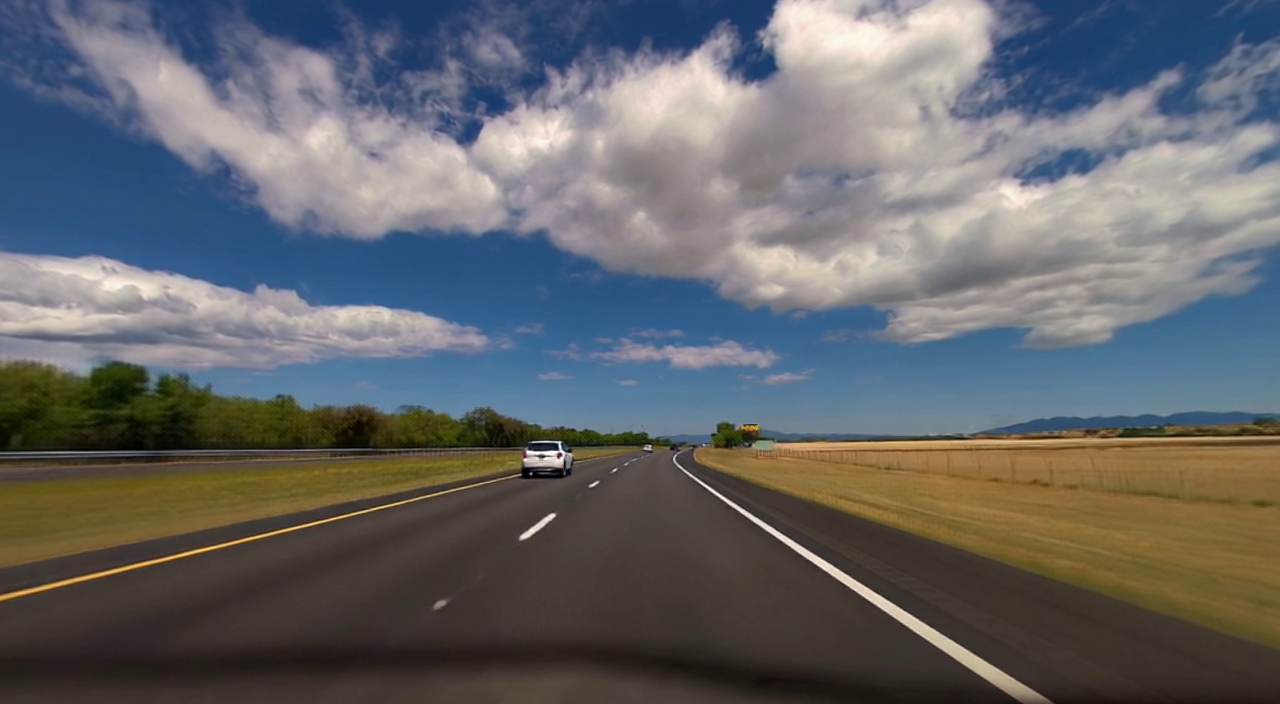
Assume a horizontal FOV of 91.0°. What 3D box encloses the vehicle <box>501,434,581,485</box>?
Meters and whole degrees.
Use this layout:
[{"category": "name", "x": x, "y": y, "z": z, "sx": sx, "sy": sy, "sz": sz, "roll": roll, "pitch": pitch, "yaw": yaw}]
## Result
[{"category": "vehicle", "x": -3.714, "y": 4.160, "z": 24.677, "sx": 2.193, "sy": 1.771, "sz": 4.757, "roll": 0, "pitch": -9, "yaw": 2}]
